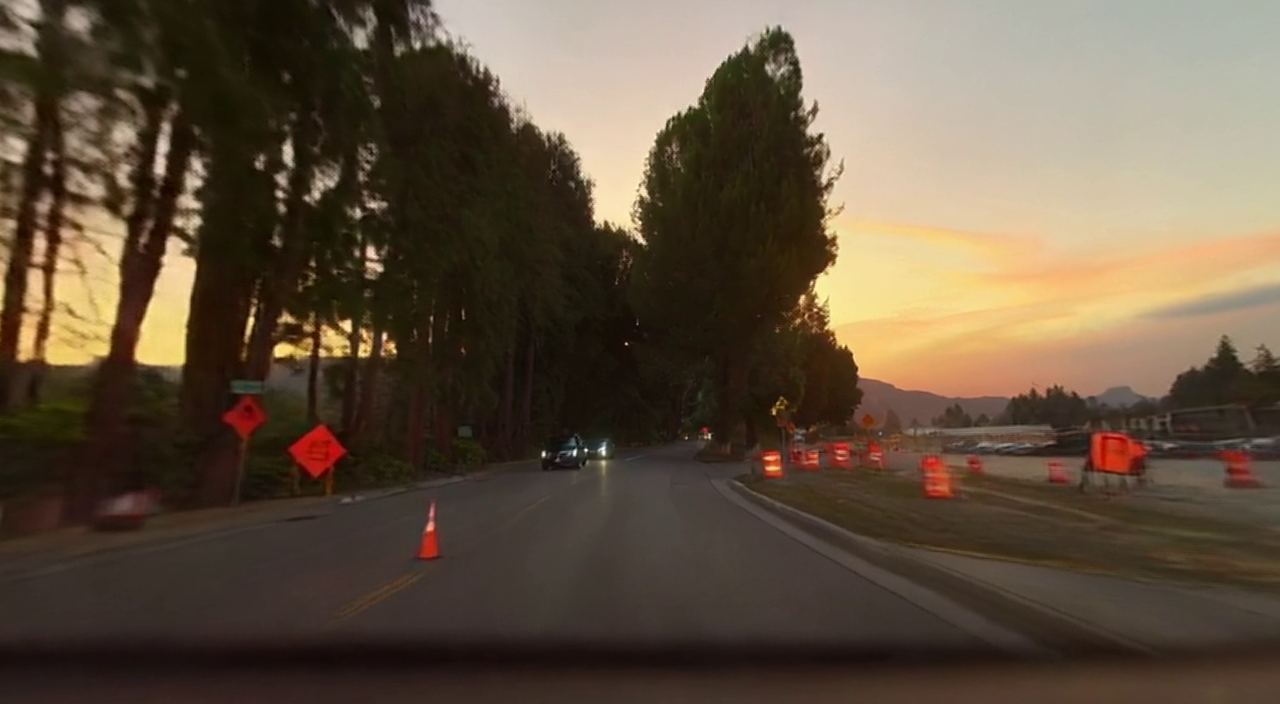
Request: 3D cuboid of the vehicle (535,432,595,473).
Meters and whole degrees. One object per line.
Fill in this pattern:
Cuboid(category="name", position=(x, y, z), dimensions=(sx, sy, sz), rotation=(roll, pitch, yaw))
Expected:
Cuboid(category="vehicle", position=(-3.755, 5.145, 32.509), dimensions=(2.119, 1.935, 4.881), rotation=(-1, -8, 4))
